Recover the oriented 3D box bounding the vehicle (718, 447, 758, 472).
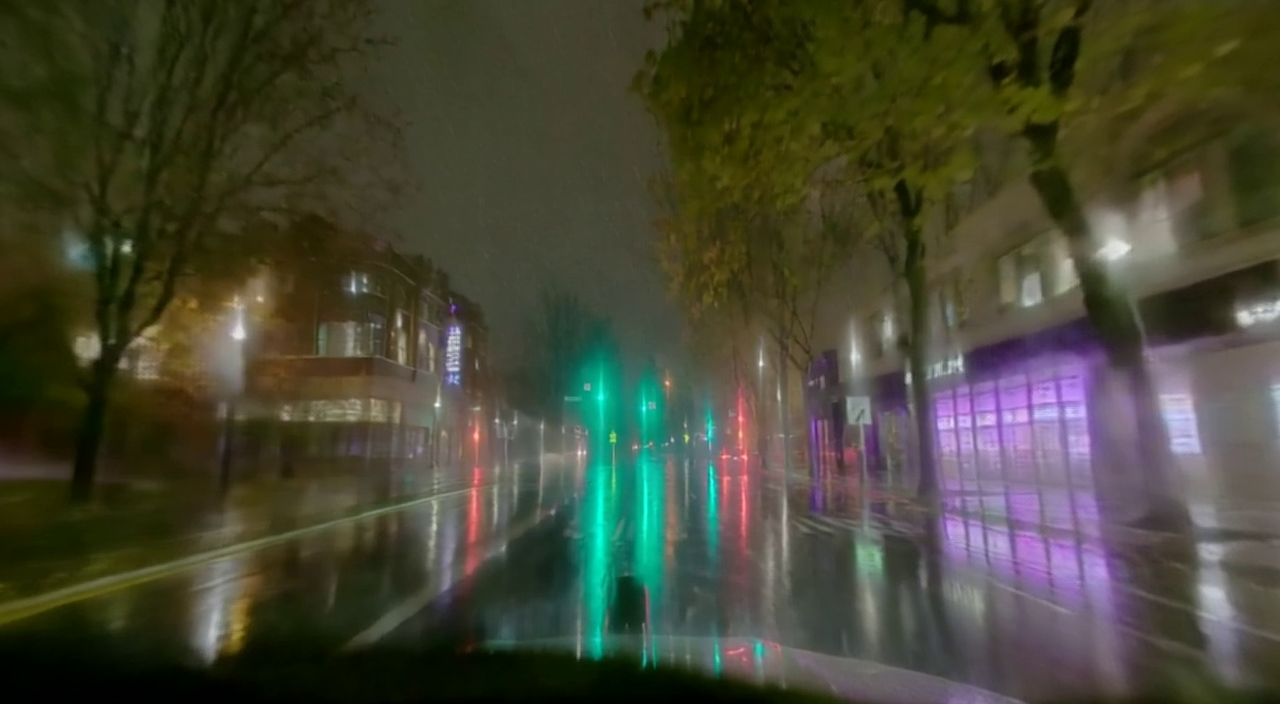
[{"bbox_3d":[6.385,7.052,41.544,1.906,1.523,4.336,0,-9,-1],"label":"vehicle"}]
